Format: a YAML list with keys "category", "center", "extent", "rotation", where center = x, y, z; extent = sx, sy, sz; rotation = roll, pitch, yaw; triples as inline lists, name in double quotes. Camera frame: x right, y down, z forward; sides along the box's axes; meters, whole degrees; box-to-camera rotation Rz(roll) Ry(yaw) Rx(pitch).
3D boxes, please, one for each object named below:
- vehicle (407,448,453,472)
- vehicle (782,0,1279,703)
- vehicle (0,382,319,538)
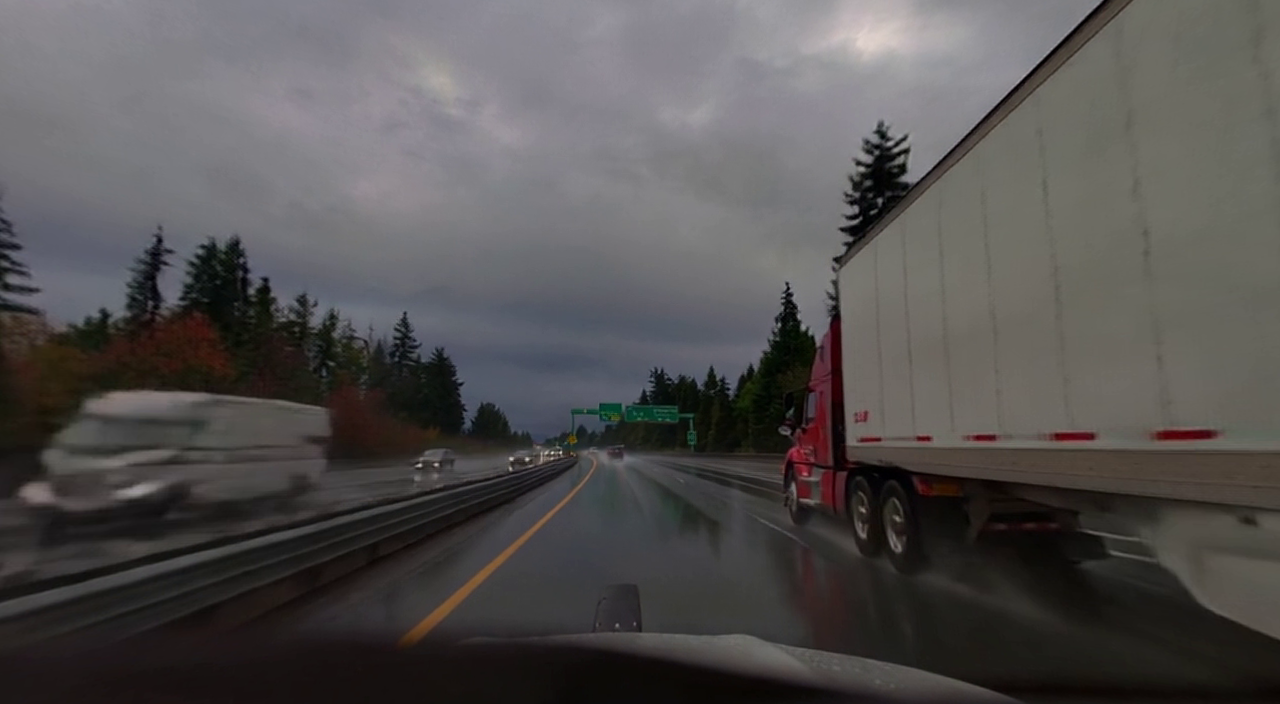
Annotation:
- category: "vehicle"
  center: [-15.057, 7.730, 45.119]
  extent: [1.928, 1.599, 4.549]
  rotation: [0, -9, -2]
- category: "vehicle"
  center: [4.433, 0.324, 7.237]
  extent: [3.016, 3.971, 10.405]
  rotation: [0, -9, 0]
- category: "vehicle"
  center: [-9.586, 2.210, 13.272]
  extent: [2.491, 2.522, 5.985]
  rotation: [0, -9, -1]
